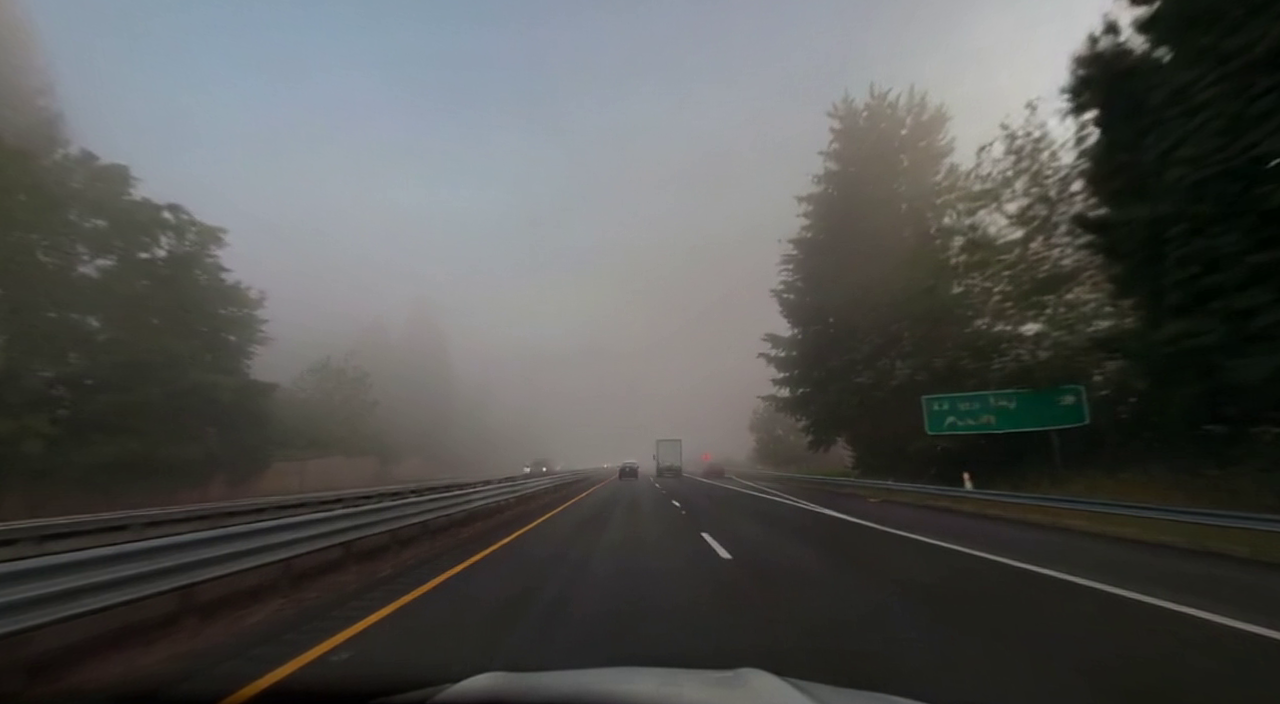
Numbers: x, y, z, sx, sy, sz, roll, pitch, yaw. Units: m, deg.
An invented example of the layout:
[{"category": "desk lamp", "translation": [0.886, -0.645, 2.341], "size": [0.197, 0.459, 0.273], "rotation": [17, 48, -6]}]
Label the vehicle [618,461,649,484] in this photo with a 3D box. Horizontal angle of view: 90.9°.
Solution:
[{"category": "vehicle", "translation": [-0.450, 8.151, 42.768], "size": [2.025, 1.452, 3.927], "rotation": [1, -10, 0]}]
